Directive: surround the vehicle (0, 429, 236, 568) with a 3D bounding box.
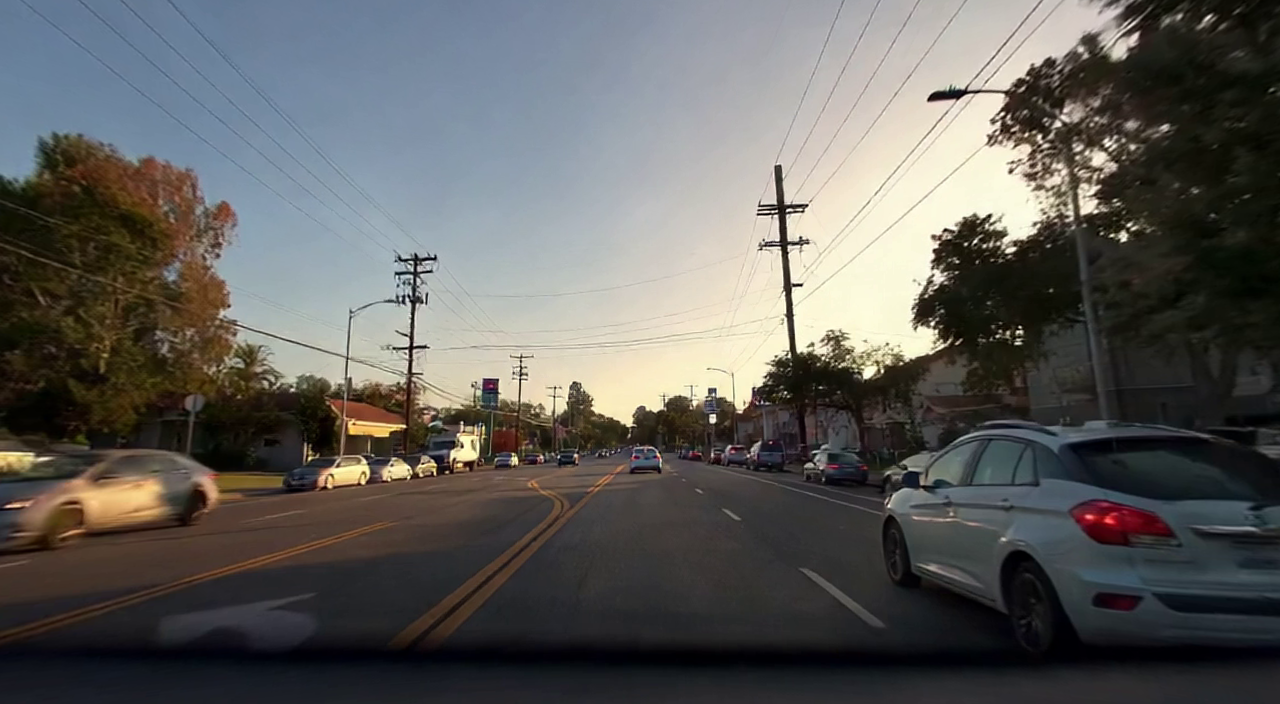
[{"bbox_3d":[-9.460,2.200,10.155,2.217,1.803,5.532,0,-8,1],"label":"vehicle"}]

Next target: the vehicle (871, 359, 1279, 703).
[{"bbox_3d":[3.230,1.082,3.741,2.070,1.633,4.461,0,-8,1],"label":"vehicle"}]

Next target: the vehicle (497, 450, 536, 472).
[{"bbox_3d":[-9.532,8.461,49.261,2.060,1.507,4.532,-1,-8,1],"label":"vehicle"}]

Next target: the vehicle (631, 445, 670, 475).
[{"bbox_3d":[0.558,6.056,35.651,2.067,1.547,4.513,0,-8,0],"label":"vehicle"}]

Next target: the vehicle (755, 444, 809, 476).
[{"bbox_3d":[8.060,6.147,36.297,2.003,1.723,4.654,0,-8,0],"label":"vehicle"}]

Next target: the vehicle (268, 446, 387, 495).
[{"bbox_3d":[-14.092,5.340,29.050,2.367,1.849,5.874,-2,-8,2],"label":"vehicle"}]

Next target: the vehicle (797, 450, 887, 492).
[{"bbox_3d":[7.673,4.532,24.501,1.874,1.437,4.593,0,-8,-1],"label":"vehicle"}]

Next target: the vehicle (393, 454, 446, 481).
[{"bbox_3d":[-14.023,7.357,40.517,1.806,1.463,4.714,-2,-8,-1],"label":"vehicle"}]

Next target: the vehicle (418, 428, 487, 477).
[{"bbox_3d":[-14.048,7.575,47.986,2.865,3.346,7.163,-1,-8,1],"label":"vehicle"}]
